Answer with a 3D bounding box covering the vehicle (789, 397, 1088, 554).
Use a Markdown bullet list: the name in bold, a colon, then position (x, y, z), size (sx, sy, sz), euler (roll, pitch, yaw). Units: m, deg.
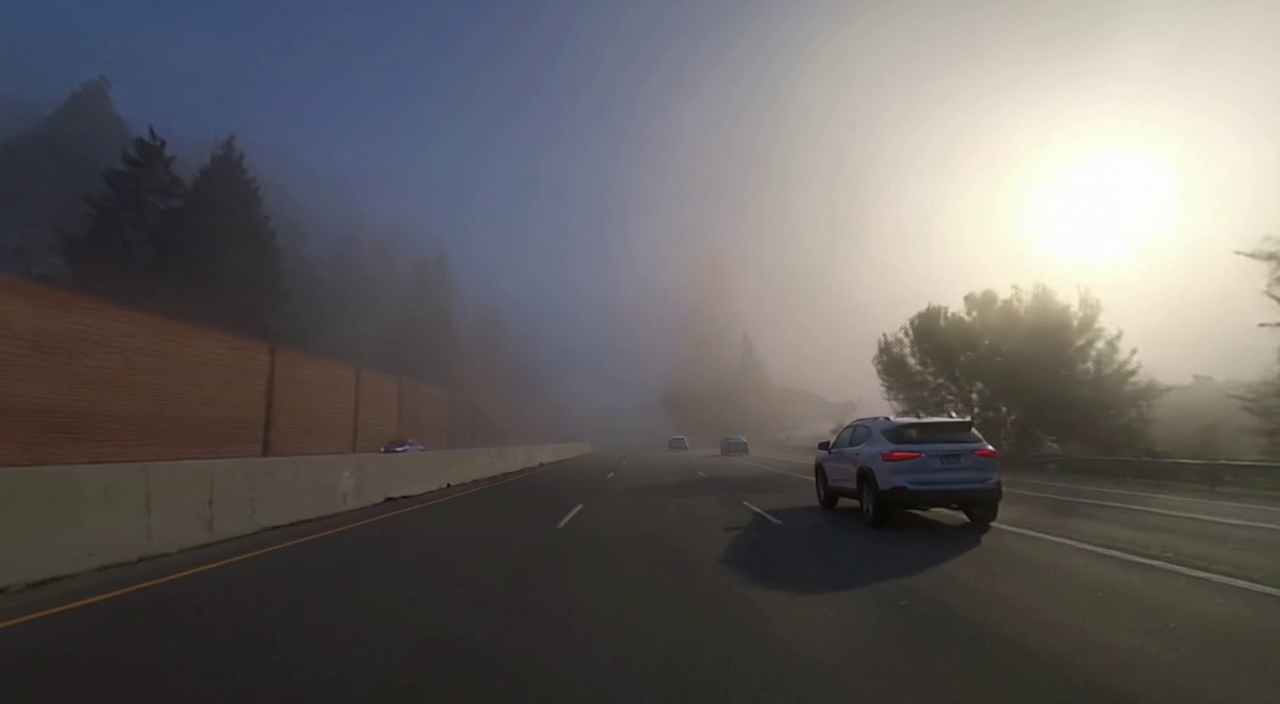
- **vehicle**: position (3.972, 1.750, 9.587), size (2.190, 1.783, 4.637), euler (0, -8, -1)
